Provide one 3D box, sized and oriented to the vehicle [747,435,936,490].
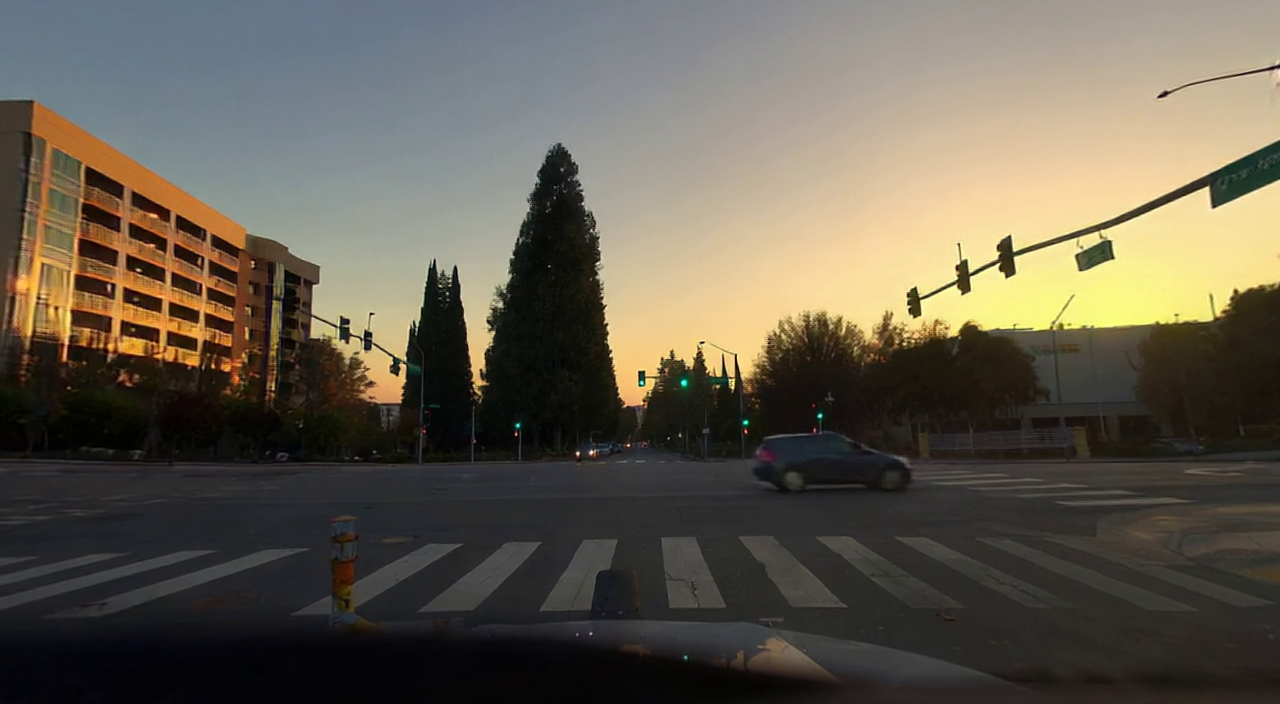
[{"bbox_3d":[5.757,3.216,18.583,4.838,1.468,2.052,0,-9,1],"label":"vehicle"}]
